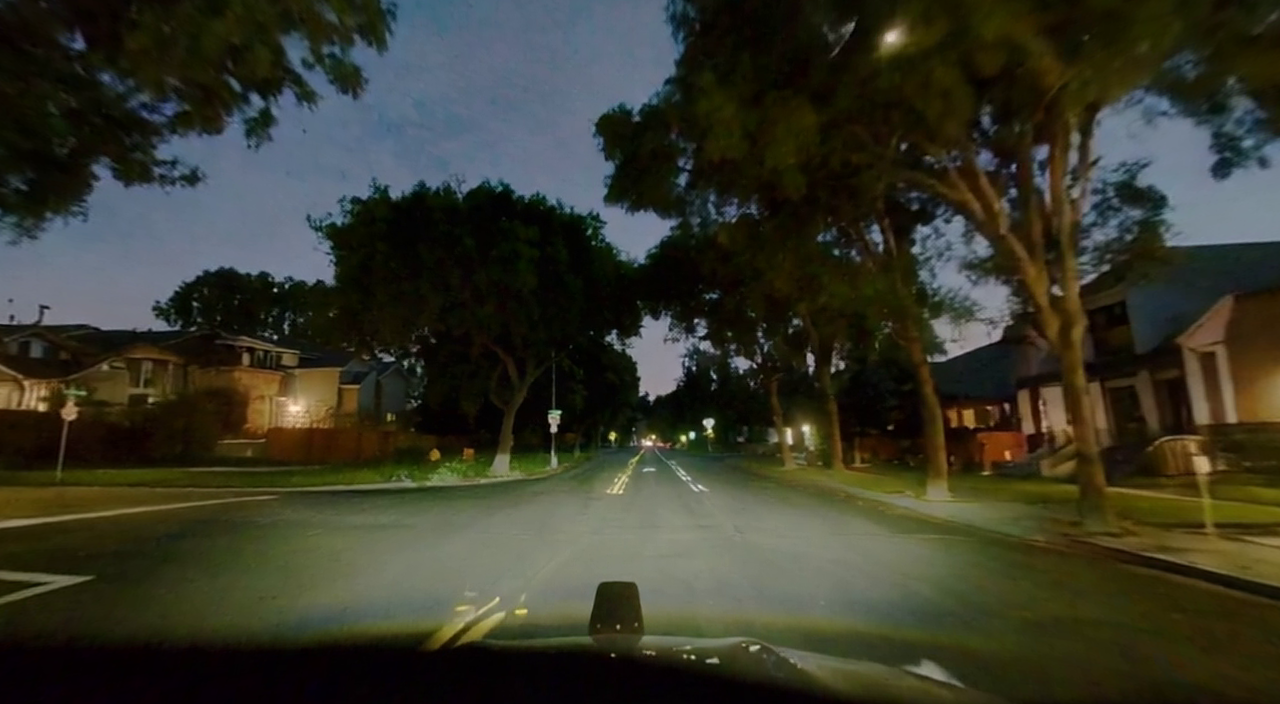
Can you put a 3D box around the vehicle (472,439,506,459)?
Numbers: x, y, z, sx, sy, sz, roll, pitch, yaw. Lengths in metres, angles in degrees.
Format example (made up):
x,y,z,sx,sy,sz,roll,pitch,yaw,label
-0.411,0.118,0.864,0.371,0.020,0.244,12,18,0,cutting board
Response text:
x,y,z,sx,sy,sz,roll,pitch,yaw,label
-11.422,7.357,47.939,1.821,1.507,3.621,0,-9,-3,vehicle
